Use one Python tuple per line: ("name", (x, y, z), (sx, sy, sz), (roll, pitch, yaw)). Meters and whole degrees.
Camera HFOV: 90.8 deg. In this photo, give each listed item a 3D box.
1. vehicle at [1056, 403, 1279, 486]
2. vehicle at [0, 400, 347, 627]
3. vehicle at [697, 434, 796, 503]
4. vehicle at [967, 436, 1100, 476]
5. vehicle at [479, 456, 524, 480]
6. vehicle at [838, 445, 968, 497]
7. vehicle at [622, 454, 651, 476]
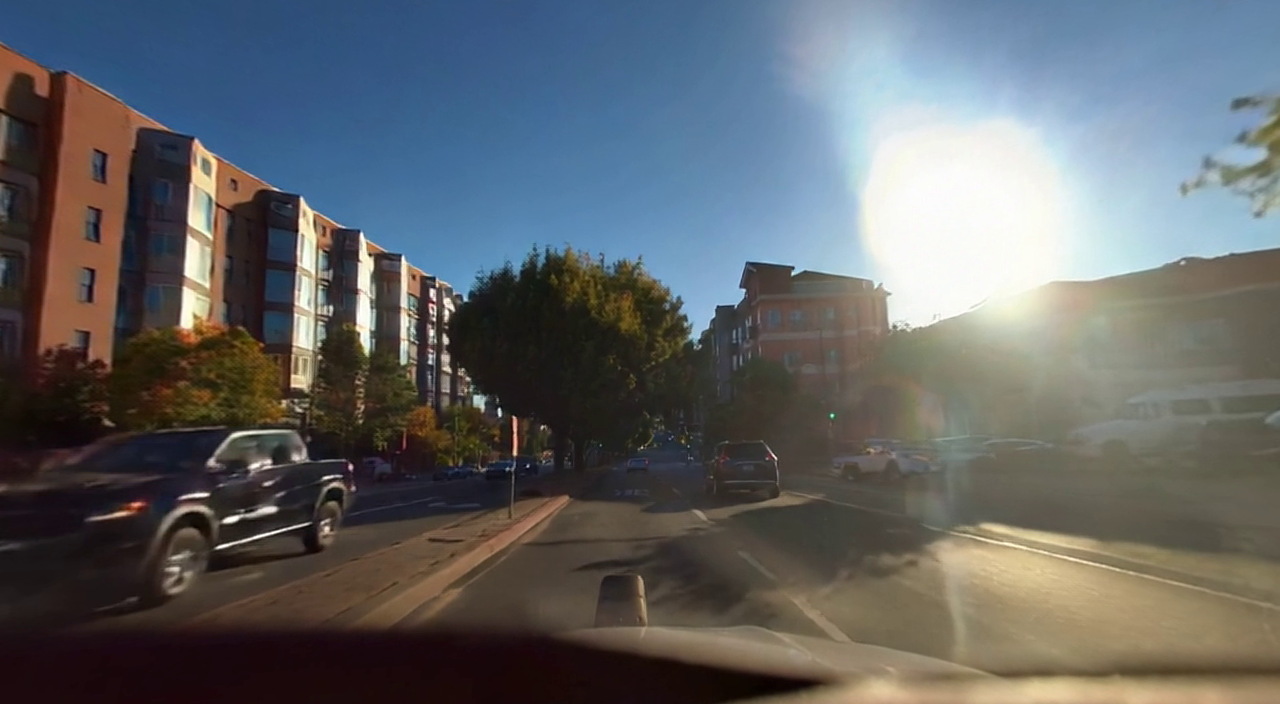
("vehicle", (16.384, 2.935, 19.819), (2.519, 2.191, 5.821), (0, -9, -2))
("vehicle", (-5.500, 1.662, 7.503), (2.080, 1.857, 4.456), (0, -8, -3))
("vehicle", (3.108, 3.536, 19.640), (2.129, 1.844, 4.767), (0, -8, -1))
("vehicle", (16.924, 4.469, 27.308), (4.612, 1.632, 1.858), (1, -8, -6))
("vehicle", (-9.286, 7.780, 42.567), (1.905, 1.451, 4.425), (-1, -8, 2))
("vehicle", (8.639, 3.921, 21.361), (1.940, 1.512, 5.129), (0, -8, -3))
("vehicle", (-0.292, 8.492, 47.785), (2.059, 1.492, 4.033), (0, -8, -2))
